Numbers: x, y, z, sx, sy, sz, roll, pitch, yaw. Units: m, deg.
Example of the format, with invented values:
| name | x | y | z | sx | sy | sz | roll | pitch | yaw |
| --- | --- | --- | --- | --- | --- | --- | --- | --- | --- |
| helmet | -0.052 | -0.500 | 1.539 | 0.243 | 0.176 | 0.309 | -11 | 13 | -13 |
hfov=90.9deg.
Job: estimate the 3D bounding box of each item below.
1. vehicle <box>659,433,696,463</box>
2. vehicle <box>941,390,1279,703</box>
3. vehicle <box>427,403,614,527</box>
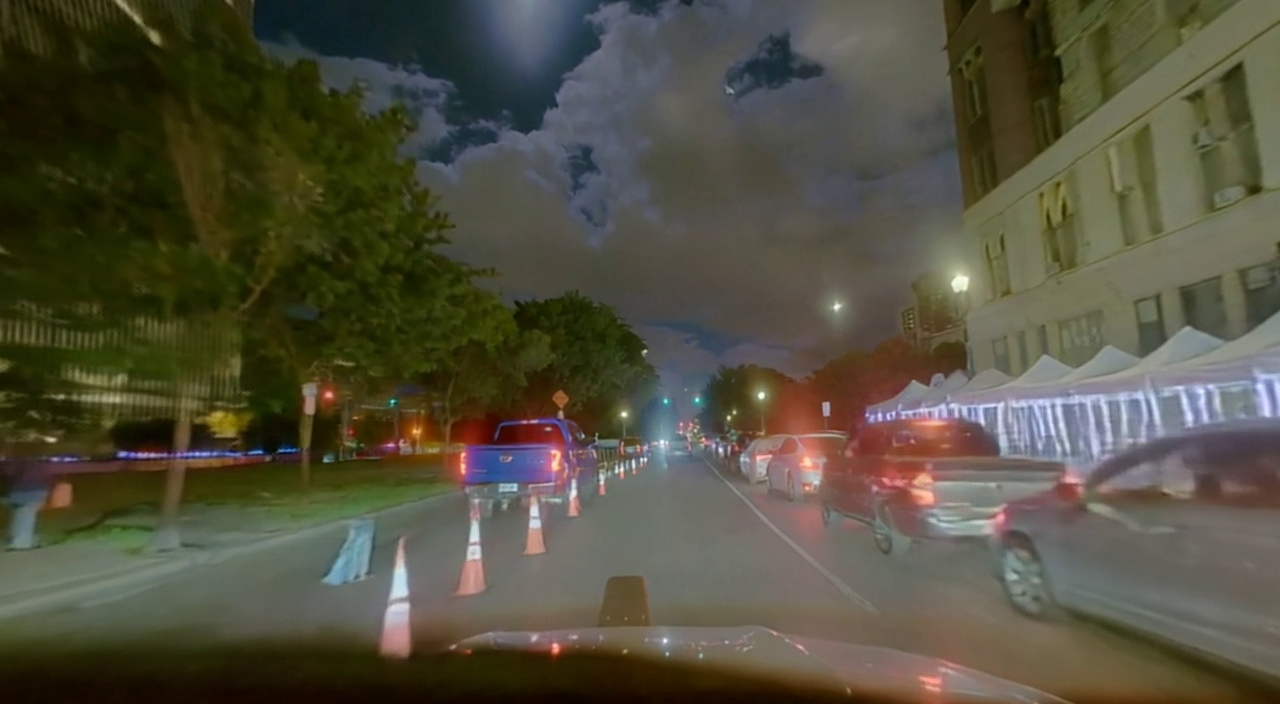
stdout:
| name | x | y | z | sx | sy | sz | roll | pitch | yaw |
| --- | --- | --- | --- | --- | --- | --- | --- | --- | --- |
| vehicle | 2.410 | 6.177 | 40.737 | 2.183 | 1.784 | 4.317 | -1 | -8 | 3 |
| vehicle | 3.740 | 0.968 | 3.030 | 2.212 | 1.493 | 4.795 | 0 | -8 | 0 |
| vehicle | -2.032 | 2.215 | 12.939 | 2.452 | 1.954 | 5.653 | -1 | -8 | 3 |
